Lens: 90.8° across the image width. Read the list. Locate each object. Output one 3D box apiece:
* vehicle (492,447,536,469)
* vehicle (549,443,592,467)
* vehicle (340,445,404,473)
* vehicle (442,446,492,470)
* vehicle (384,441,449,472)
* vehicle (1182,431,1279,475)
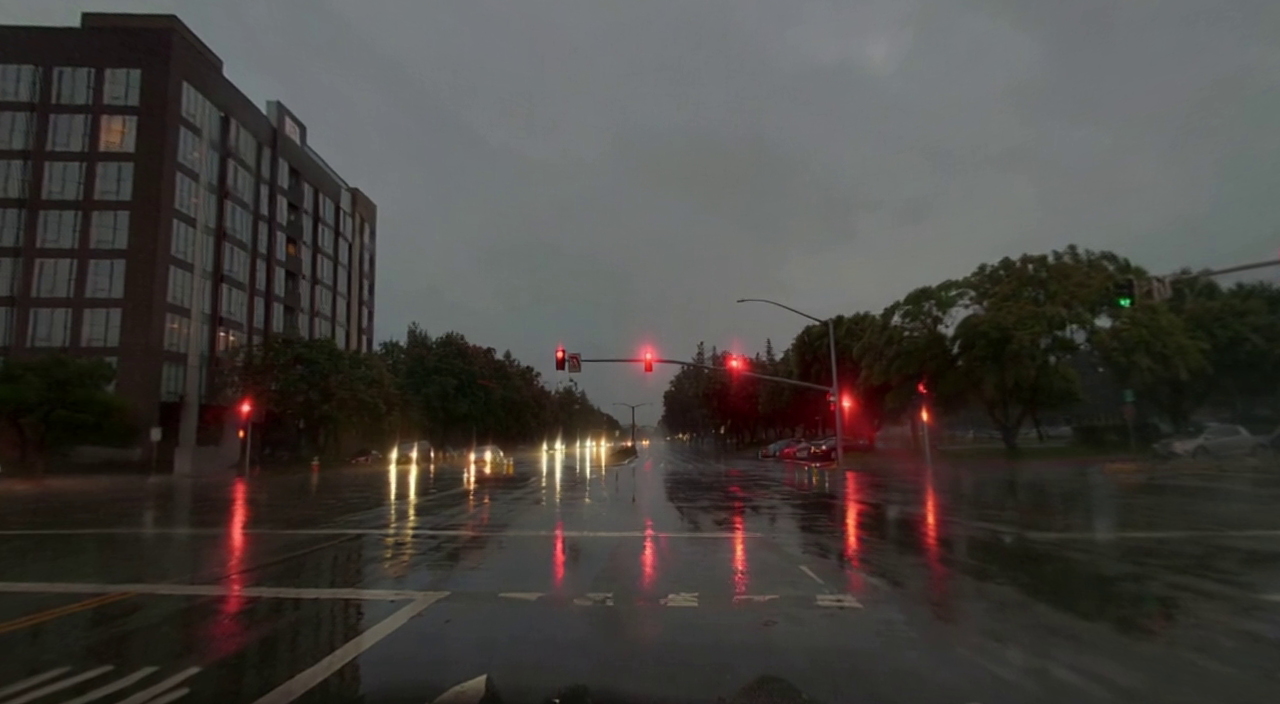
[{"bbox_3d":[-8.088,6.824,40.829,1.910,1.288,4.093,-1,-9,1],"label":"vehicle"},{"bbox_3d":[-4.510,6.742,41.669,2.109,1.461,4.637,-1,-9,2],"label":"vehicle"},{"bbox_3d":[-18.555,7.418,44.094,2.237,1.842,5.116,0,-9,0],"label":"vehicle"},{"bbox_3d":[-11.651,7.152,42.820,2.003,1.476,4.297,-1,-9,2],"label":"vehicle"},{"bbox_3d":[-15.144,7.127,43.249,2.340,1.946,5.450,-1,-9,1],"label":"vehicle"},{"bbox_3d":[22.315,3.564,22.373,4.474,1.477,1.908,0,-9,-3],"label":"vehicle"}]
